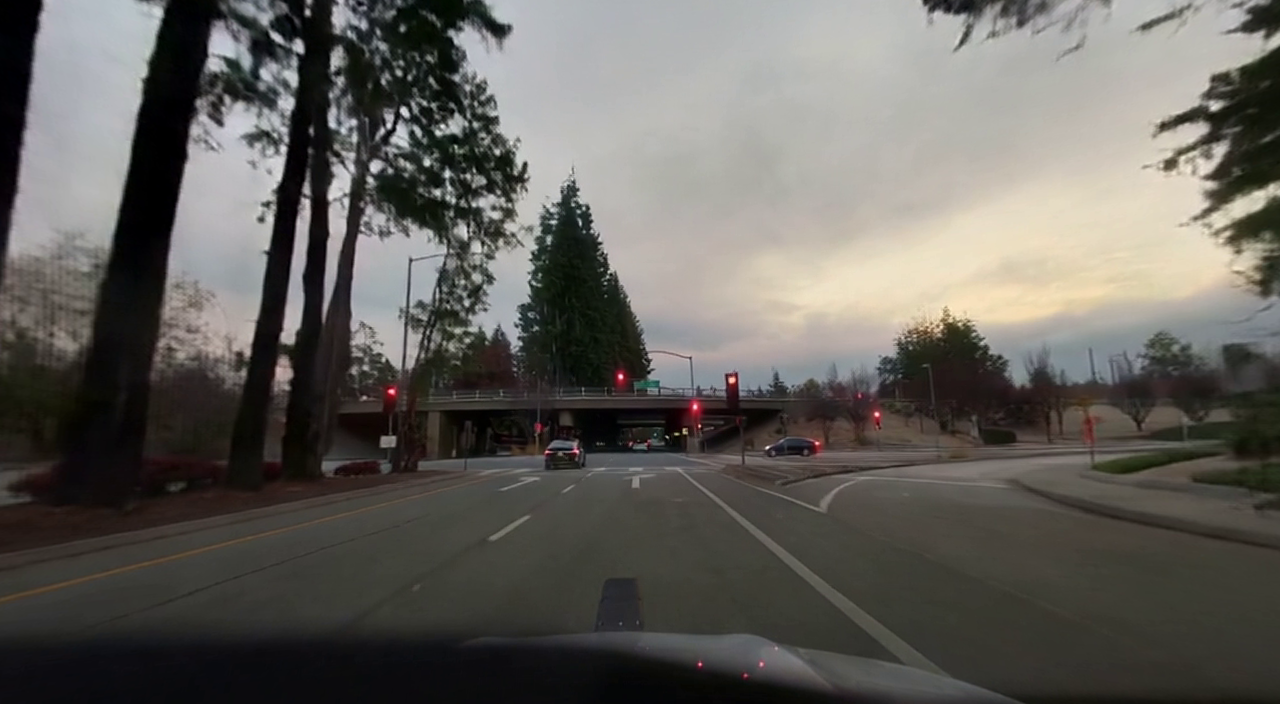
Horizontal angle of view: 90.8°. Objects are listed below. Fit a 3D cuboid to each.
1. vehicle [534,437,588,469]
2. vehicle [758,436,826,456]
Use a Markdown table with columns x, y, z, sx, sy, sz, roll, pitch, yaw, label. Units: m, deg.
| x | y | z | sx | sy | sz | roll | pitch | yaw | label |
| --- | --- | --- | --- | --- | --- | --- | --- | --- | --- |
| -3.835 | 4.984 | 31.357 | 2.082 | 1.472 | 4.310 | 0 | -9 | 0 | vehicle |
| 11.734 | 7.283 | 48.944 | 4.691 | 1.466 | 1.800 | 1 | -9 | -6 | vehicle |
